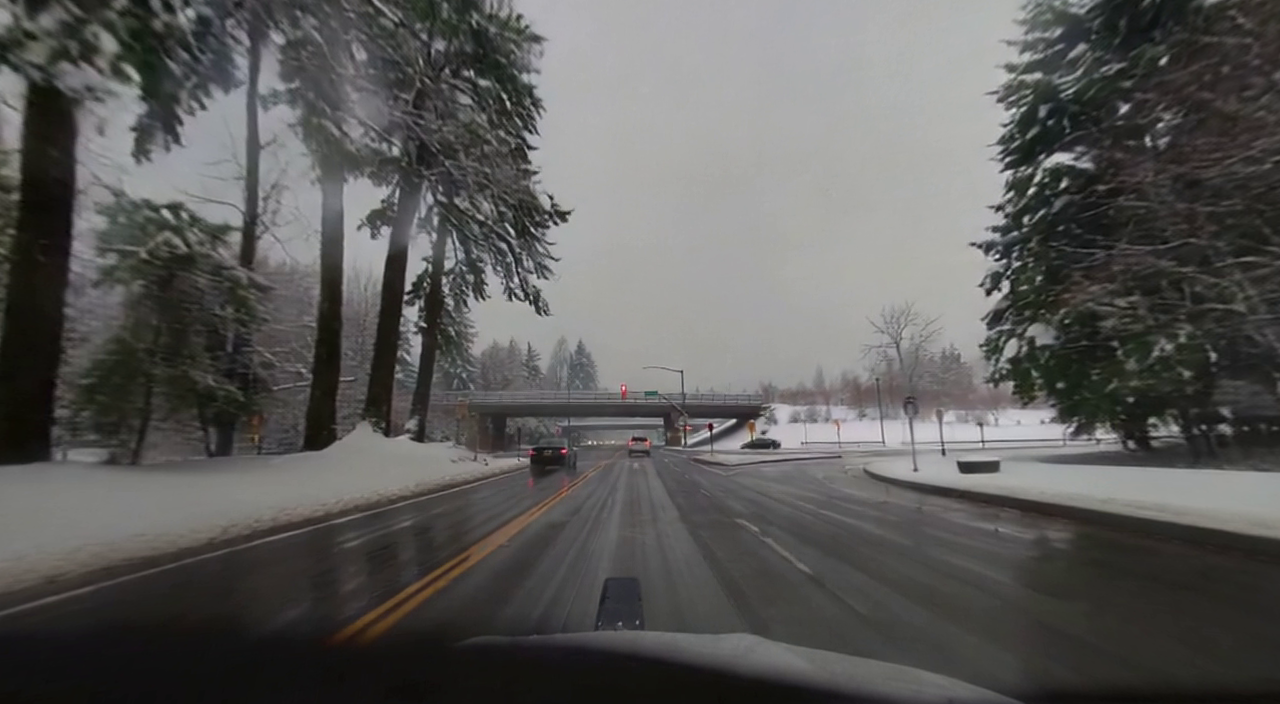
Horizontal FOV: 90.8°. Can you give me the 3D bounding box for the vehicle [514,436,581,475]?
[{"bbox_3d":[-3.750,4.289,26.324,2.082,1.472,4.310,0,-8,1],"label":"vehicle"}]
